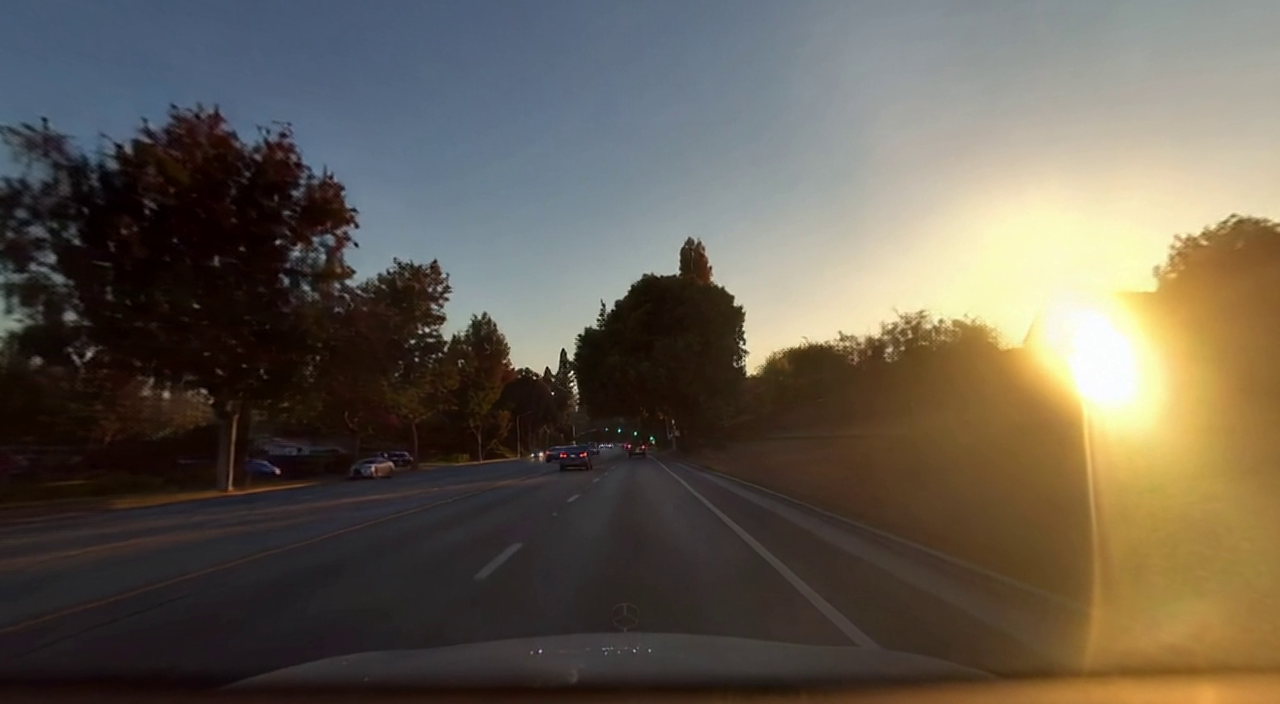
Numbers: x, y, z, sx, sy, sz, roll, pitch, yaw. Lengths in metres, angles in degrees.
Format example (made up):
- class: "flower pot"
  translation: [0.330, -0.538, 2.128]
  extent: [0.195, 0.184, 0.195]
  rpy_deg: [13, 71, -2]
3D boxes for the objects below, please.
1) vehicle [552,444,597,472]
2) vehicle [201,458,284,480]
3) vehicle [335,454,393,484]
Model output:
- class: "vehicle"
  translation: [-3.487, 5.745, 34.480]
  extent: [1.992, 1.447, 4.044]
  rpy_deg: [0, -8, 0]
- class: "vehicle"
  translation: [-28.954, 8.494, 46.122]
  extent: [4.612, 1.454, 2.016]
  rpy_deg: [1, -8, -8]
- class: "vehicle"
  translation: [-17.733, 7.494, 40.790]
  extent: [1.900, 1.474, 4.431]
  rpy_deg: [-5, -7, -2]
